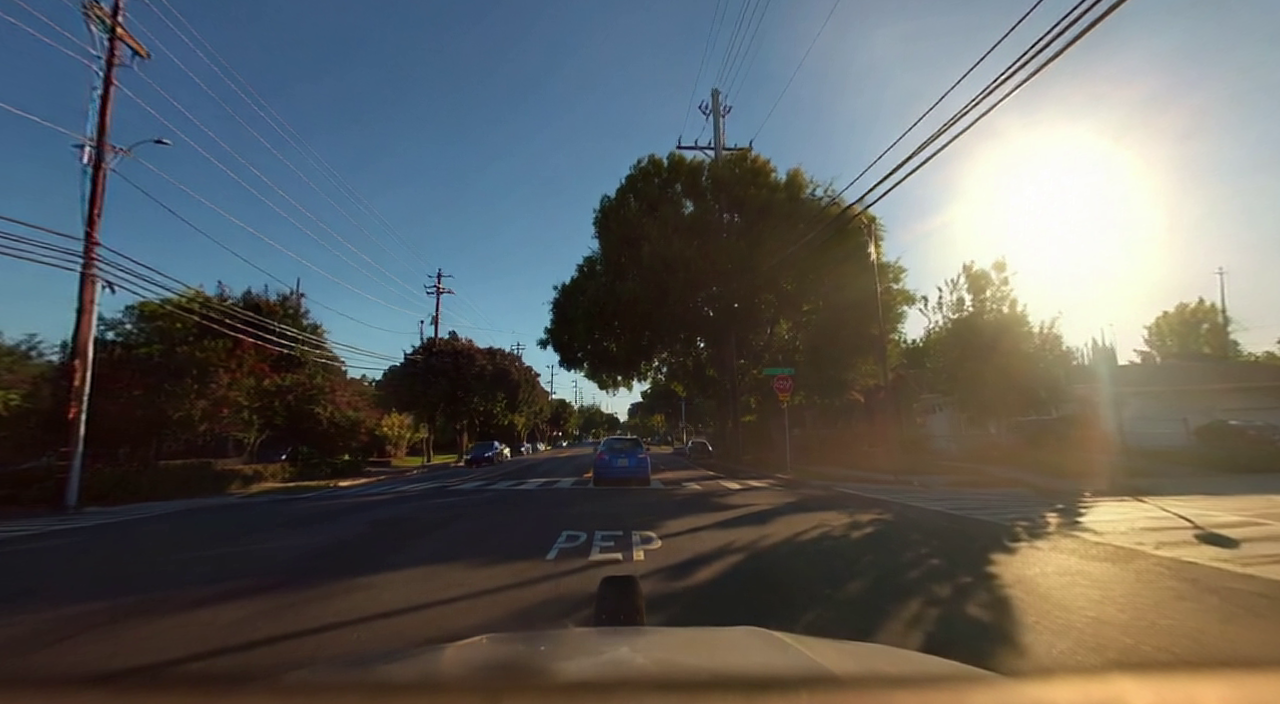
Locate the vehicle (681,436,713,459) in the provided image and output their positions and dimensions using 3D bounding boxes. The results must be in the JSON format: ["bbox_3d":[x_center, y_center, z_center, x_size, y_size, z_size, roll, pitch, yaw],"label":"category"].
[{"bbox_3d":[4.407,7.427,49.119,2.101,1.744,4.466,0,-8,1],"label":"vehicle"}]

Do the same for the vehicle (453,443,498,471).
[{"bbox_3d":[-9.602,6.160,37.178,1.934,1.506,4.032,1,-9,-5],"label":"vehicle"}]

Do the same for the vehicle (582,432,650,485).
[{"bbox_3d":[-0.679,3.257,19.564,1.877,1.448,3.830,0,-8,0],"label":"vehicle"}]
